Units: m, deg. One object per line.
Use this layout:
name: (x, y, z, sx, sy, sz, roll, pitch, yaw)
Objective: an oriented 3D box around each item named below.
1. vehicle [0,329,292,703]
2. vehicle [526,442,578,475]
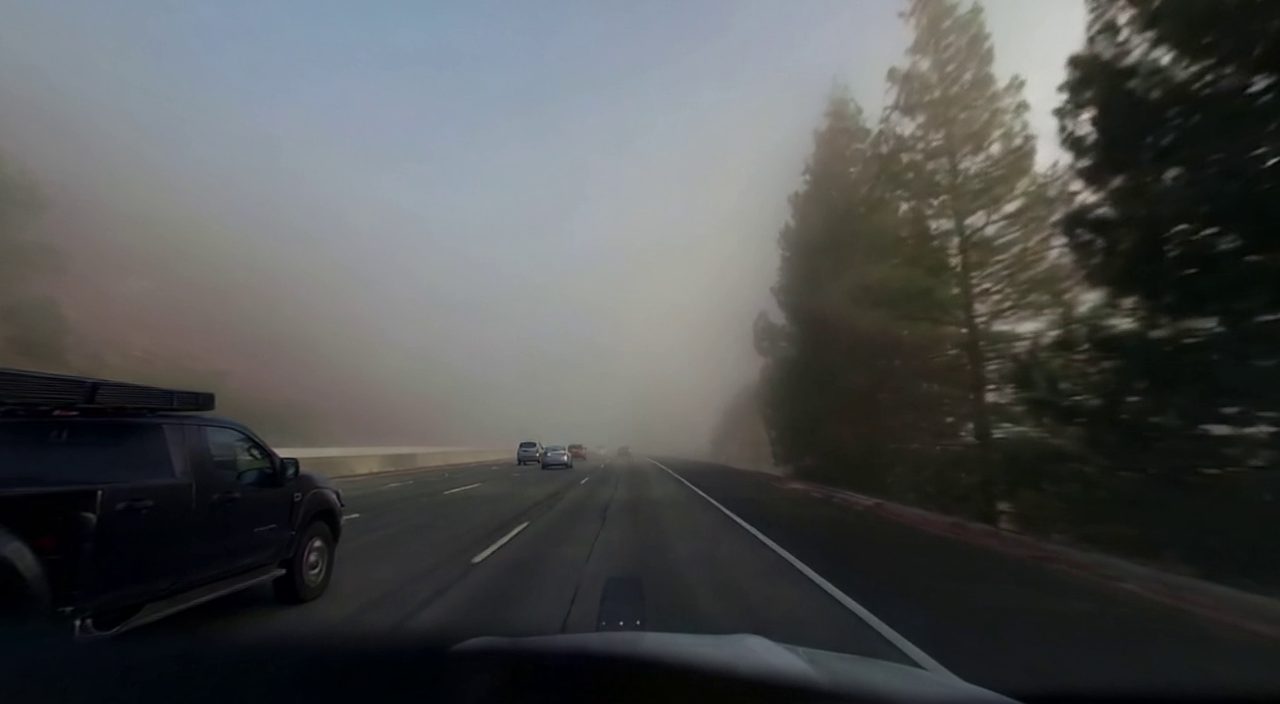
vehicle: (-3.862, 0.762, 2.331, 2.200, 1.807, 5.041, 0, -9, 1)
vehicle: (-4.325, 5.323, 31.737, 2.012, 1.509, 4.359, 0, -9, 0)
